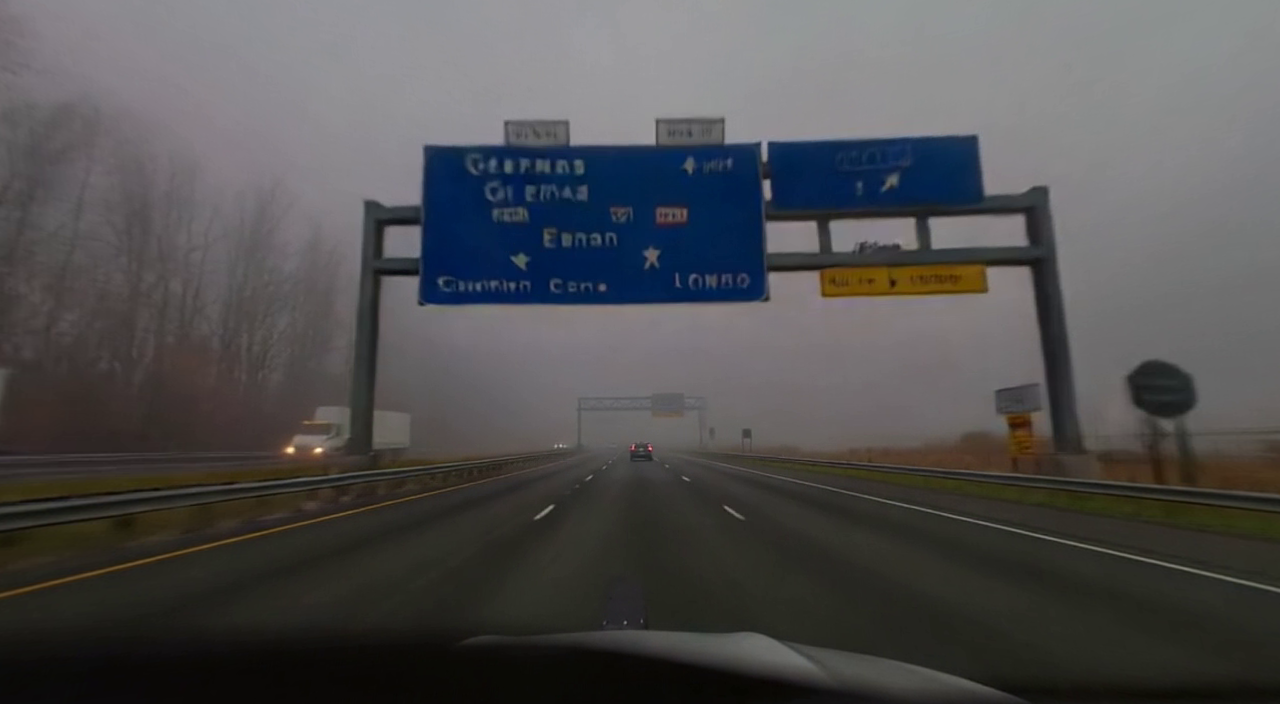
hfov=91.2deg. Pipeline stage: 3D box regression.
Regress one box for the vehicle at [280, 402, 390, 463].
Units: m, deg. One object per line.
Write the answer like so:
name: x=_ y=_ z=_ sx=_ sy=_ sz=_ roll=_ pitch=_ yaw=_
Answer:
vehicle: x=-22.087 y=6.055 z=46.403 sx=2.993 sy=4.028 sz=10.213 roll=0 pitch=-9 yaw=0

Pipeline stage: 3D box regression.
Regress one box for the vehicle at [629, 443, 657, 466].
vehicle: x=0.202 y=7.004 z=43.004 sx=1.859 sy=1.478 sz=3.799 roll=0 pitch=-8 yaw=0
